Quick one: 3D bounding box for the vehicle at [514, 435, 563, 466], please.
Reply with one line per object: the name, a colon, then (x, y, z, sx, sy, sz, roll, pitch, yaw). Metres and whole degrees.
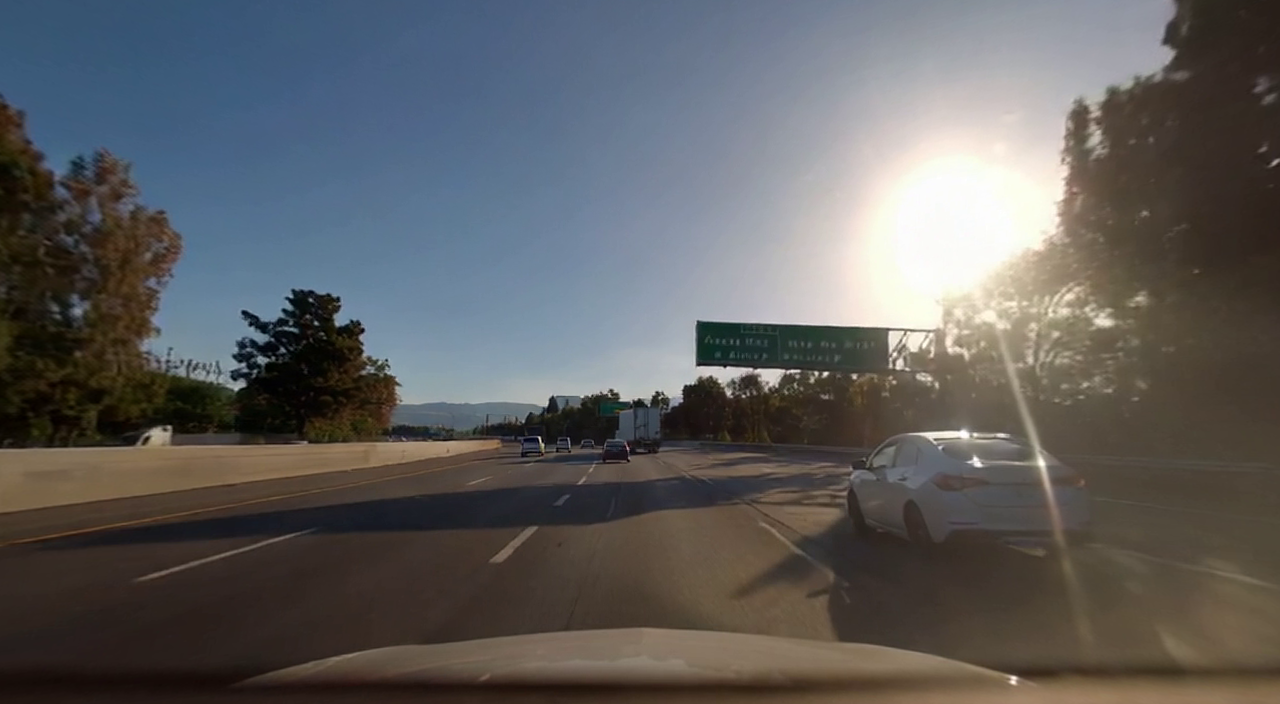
vehicle: (-5.305, 5.186, 33.350, 2.072, 1.512, 4.043, 0, -8, -2)

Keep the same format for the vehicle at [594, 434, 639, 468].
vehicle: (-1.144, 4.792, 30.655, 2.020, 1.516, 3.951, 0, -8, -2)

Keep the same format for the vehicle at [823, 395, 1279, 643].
vehicle: (3.411, 1.320, 6.033, 1.971, 1.472, 4.301, -1, -8, -1)
